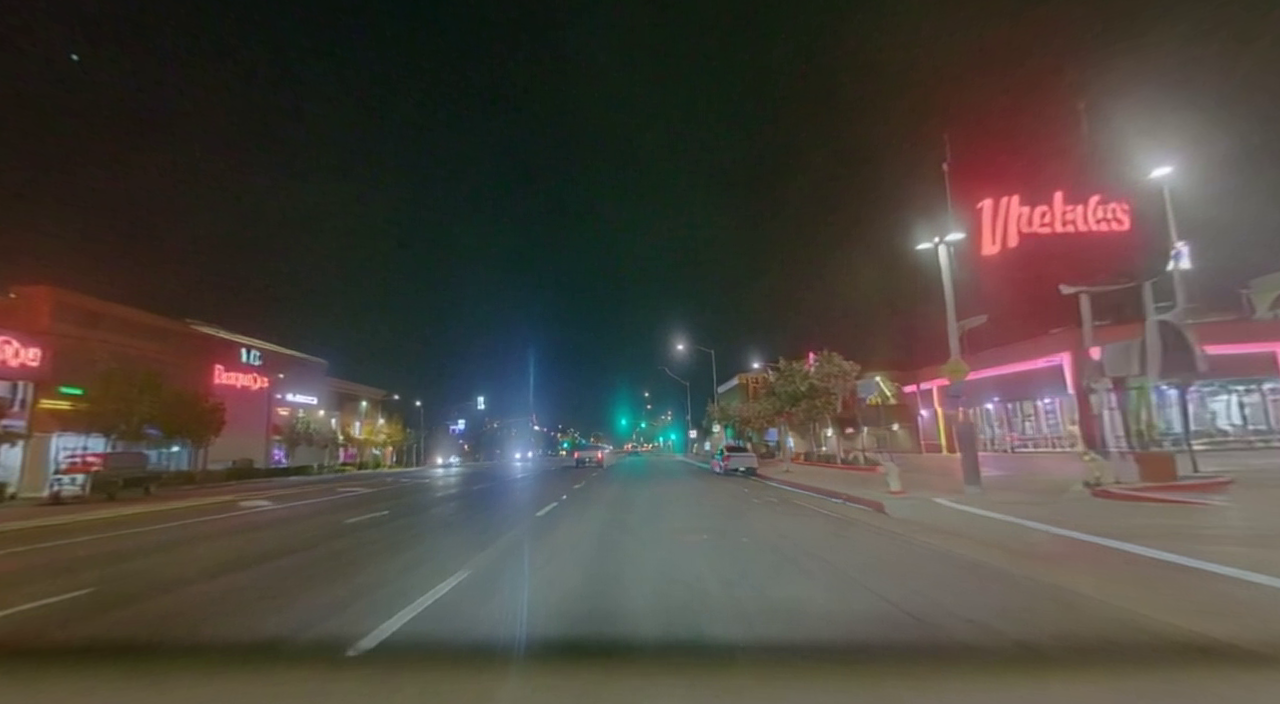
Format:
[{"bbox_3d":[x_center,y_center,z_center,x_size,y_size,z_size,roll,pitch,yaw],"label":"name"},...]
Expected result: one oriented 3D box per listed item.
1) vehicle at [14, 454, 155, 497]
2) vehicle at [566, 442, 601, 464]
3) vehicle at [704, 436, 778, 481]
[{"bbox_3d":[-26.481,5.811,30.243,2.239,1.802,4.652,-8,-11,41],"label":"vehicle"},{"bbox_3d":[-4.075,7.367,46.191,2.179,1.490,4.742,0,-9,0],"label":"vehicle"},{"bbox_3d":[3.694,3.992,23.995,1.922,1.507,4.824,0,-9,-1],"label":"vehicle"}]
